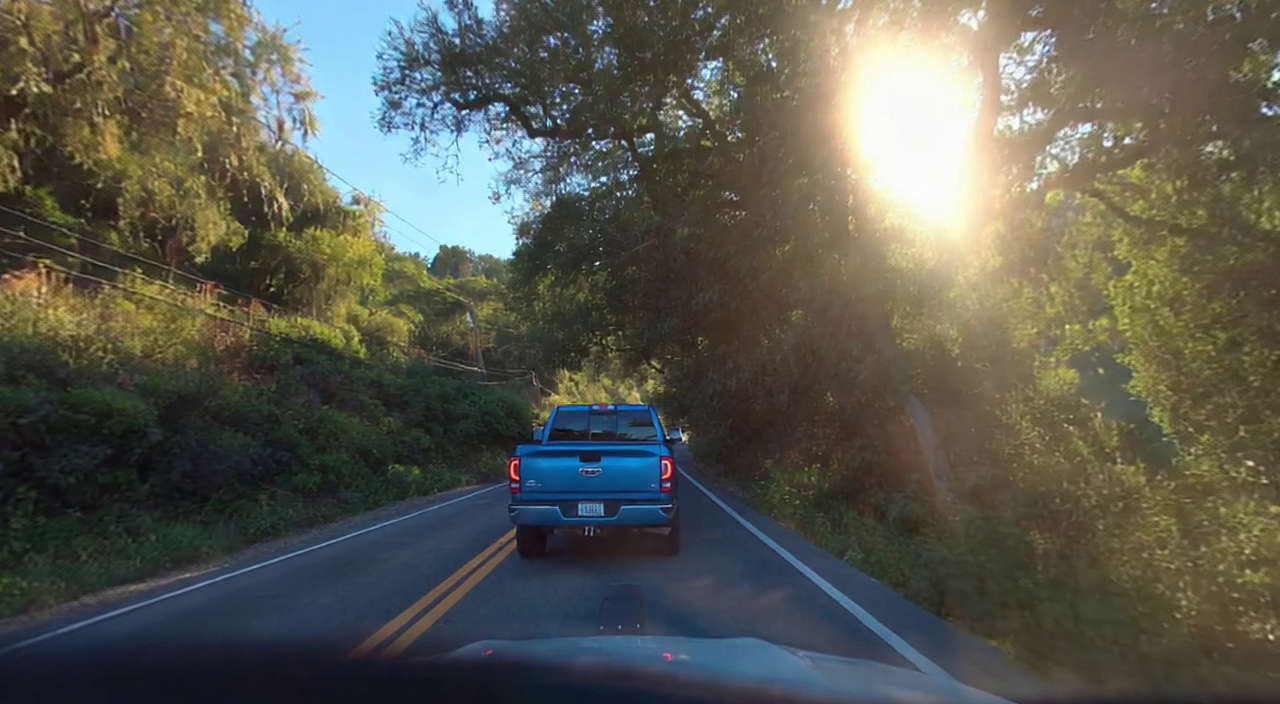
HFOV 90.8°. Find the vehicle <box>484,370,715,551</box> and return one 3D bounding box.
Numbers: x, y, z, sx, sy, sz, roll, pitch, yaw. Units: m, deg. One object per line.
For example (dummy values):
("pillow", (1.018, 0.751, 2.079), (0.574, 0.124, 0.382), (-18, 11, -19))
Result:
("vehicle", (-0.531, 1.768, 10.837), (2.837, 2.223, 5.885), (0, -8, -1))
